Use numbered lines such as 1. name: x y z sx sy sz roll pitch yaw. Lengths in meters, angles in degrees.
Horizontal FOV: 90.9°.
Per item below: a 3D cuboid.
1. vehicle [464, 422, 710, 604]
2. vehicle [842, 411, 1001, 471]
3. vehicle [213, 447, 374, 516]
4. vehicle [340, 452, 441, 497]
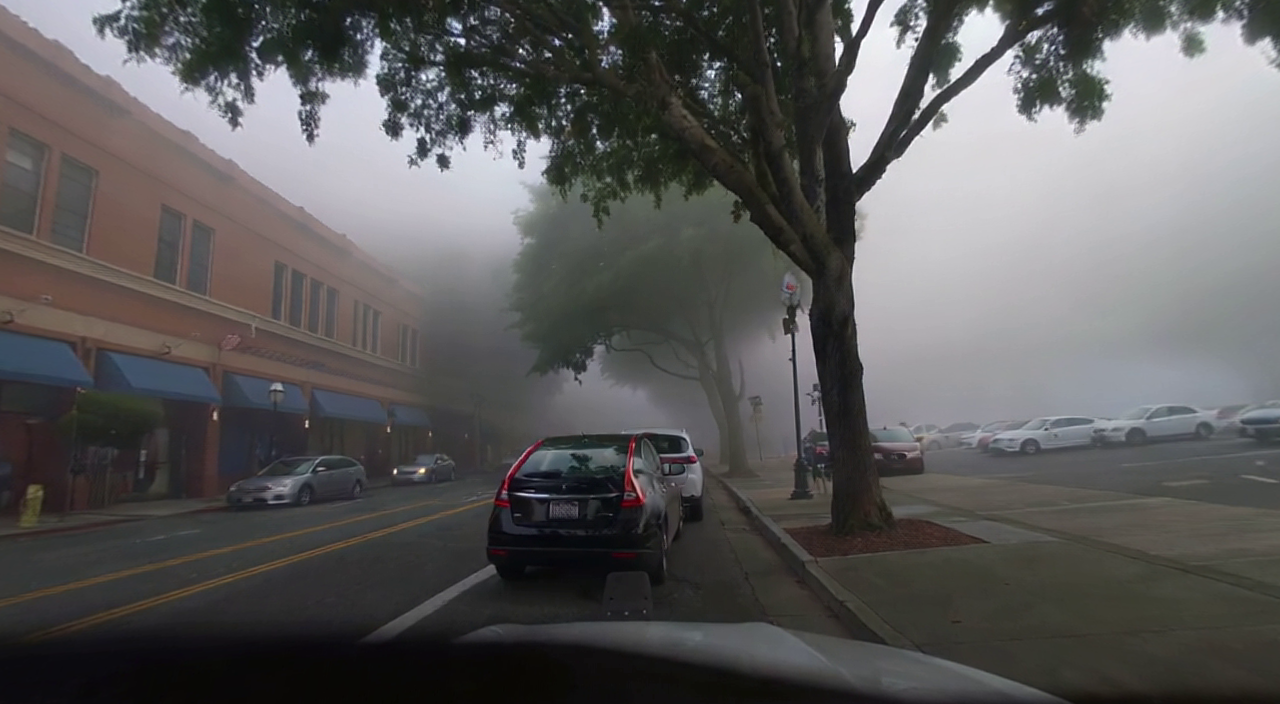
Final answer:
1. vehicle: -0.265 1.631 7.306 1.939 1.478 3.922 -2 -8 9
2. vehicle: 9.013 2.828 20.223 4.558 1.528 1.915 -1 -8 -23
3. vehicle: -11.006 4.069 20.592 2.081 1.718 5.342 -6 -9 3
4. vehicle: -10.257 5.033 26.283 1.826 1.432 4.556 -7 -9 8
